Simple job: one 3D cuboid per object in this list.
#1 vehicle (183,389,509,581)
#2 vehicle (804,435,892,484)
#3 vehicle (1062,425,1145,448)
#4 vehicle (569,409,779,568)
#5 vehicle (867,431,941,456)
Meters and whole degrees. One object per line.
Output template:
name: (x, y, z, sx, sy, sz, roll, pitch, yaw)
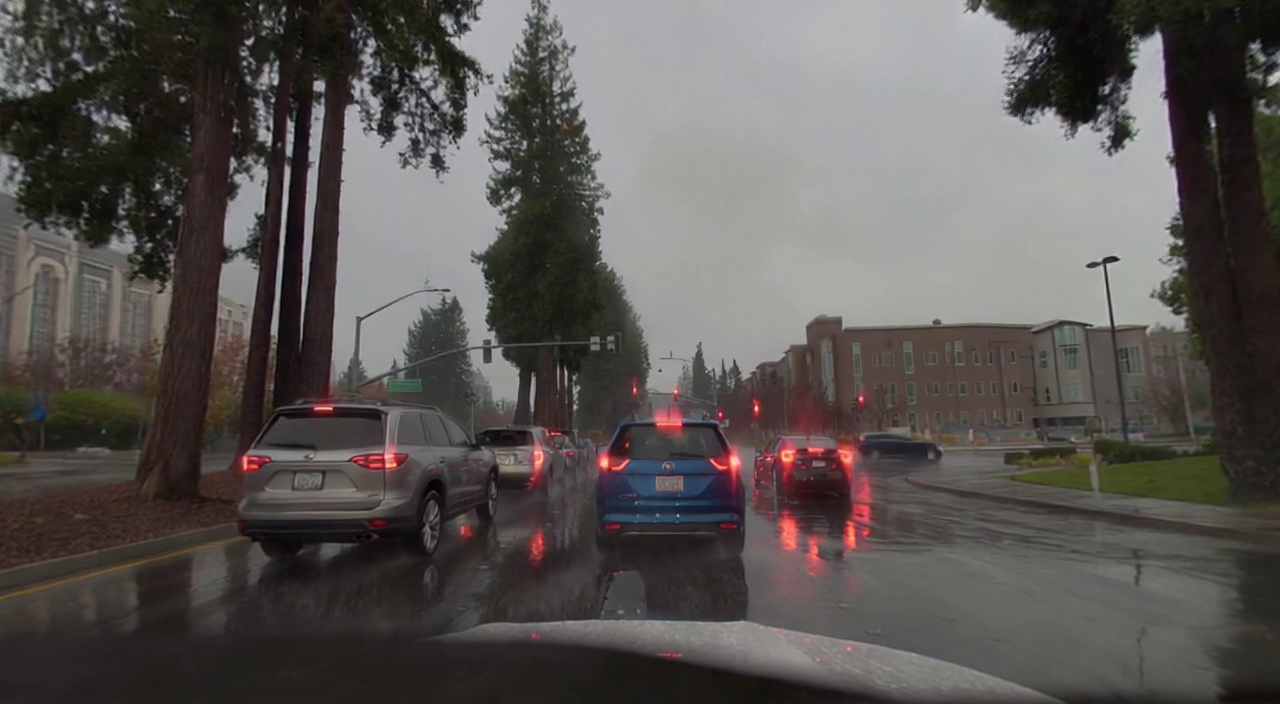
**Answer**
vehicle: (-3.256, 1.589, 8.237, 2.085, 1.812, 4.388, 0, -8, 1)
vehicle: (7.434, 3.859, 22.942, 2.067, 1.599, 4.251, -1, -8, 5)
vehicle: (33.753, 6.210, 45.968, 4.632, 1.580, 1.801, -5, -10, 31)
vehicle: (0.382, 1.747, 8.772, 2.189, 1.649, 4.171, 0, -8, 1)
vehicle: (18.714, 6.497, 44.708, 4.629, 1.687, 1.824, -4, -9, 24)
